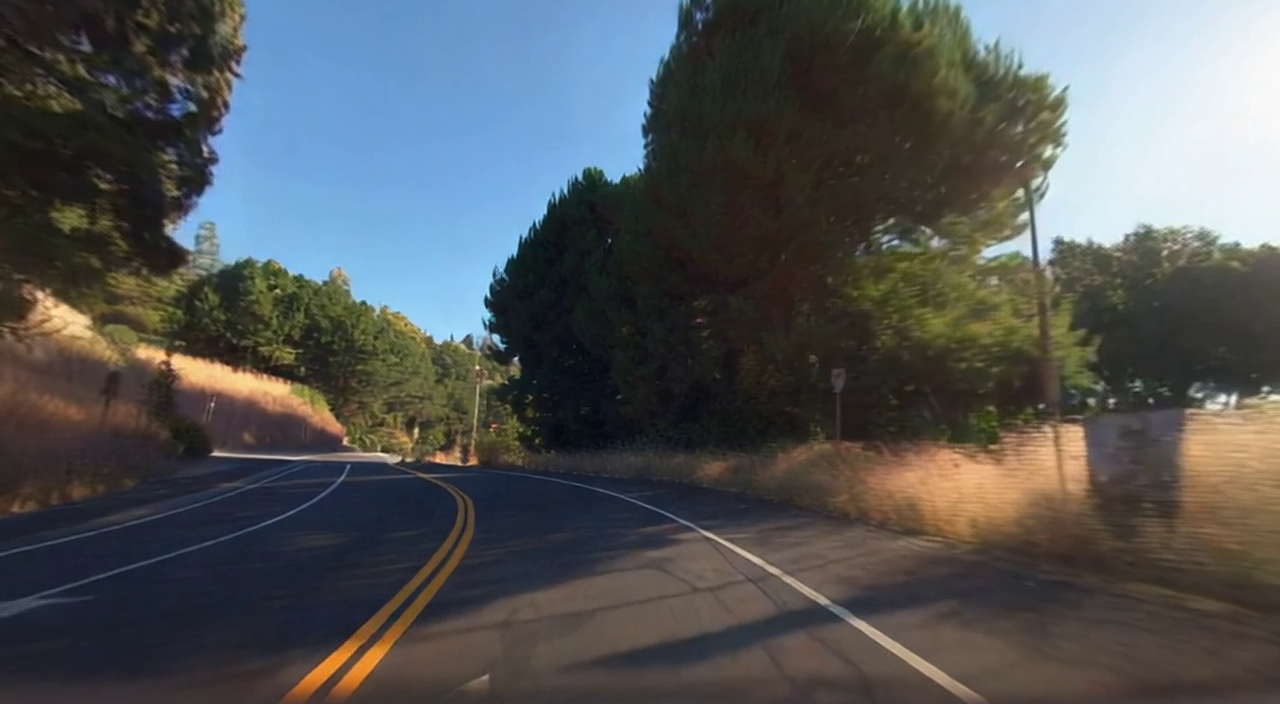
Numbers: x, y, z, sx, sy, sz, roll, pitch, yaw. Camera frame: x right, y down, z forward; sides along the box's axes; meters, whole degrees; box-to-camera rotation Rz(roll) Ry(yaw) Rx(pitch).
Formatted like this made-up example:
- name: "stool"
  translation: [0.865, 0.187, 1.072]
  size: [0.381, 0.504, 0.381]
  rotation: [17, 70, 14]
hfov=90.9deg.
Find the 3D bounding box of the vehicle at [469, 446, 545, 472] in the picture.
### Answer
- name: "vehicle"
  translation: [-9.060, 7.298, 43.211]
  size: [4.612, 1.612, 2.042]
  rotation: [7, -11, -41]
